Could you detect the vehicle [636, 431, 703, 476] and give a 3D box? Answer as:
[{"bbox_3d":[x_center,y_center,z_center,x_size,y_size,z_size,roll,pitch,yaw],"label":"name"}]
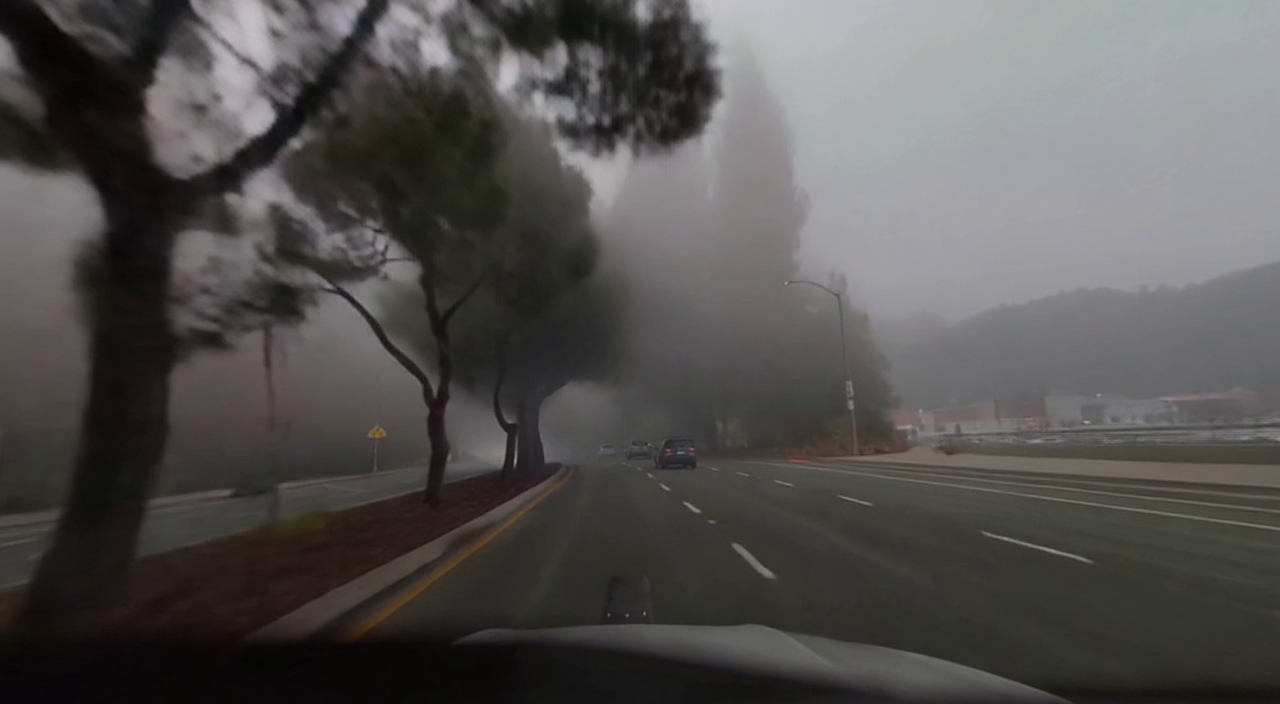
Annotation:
[{"bbox_3d":[1.169,4.368,27.395,2.253,1.756,4.313,1,-8,-6],"label":"vehicle"}]
